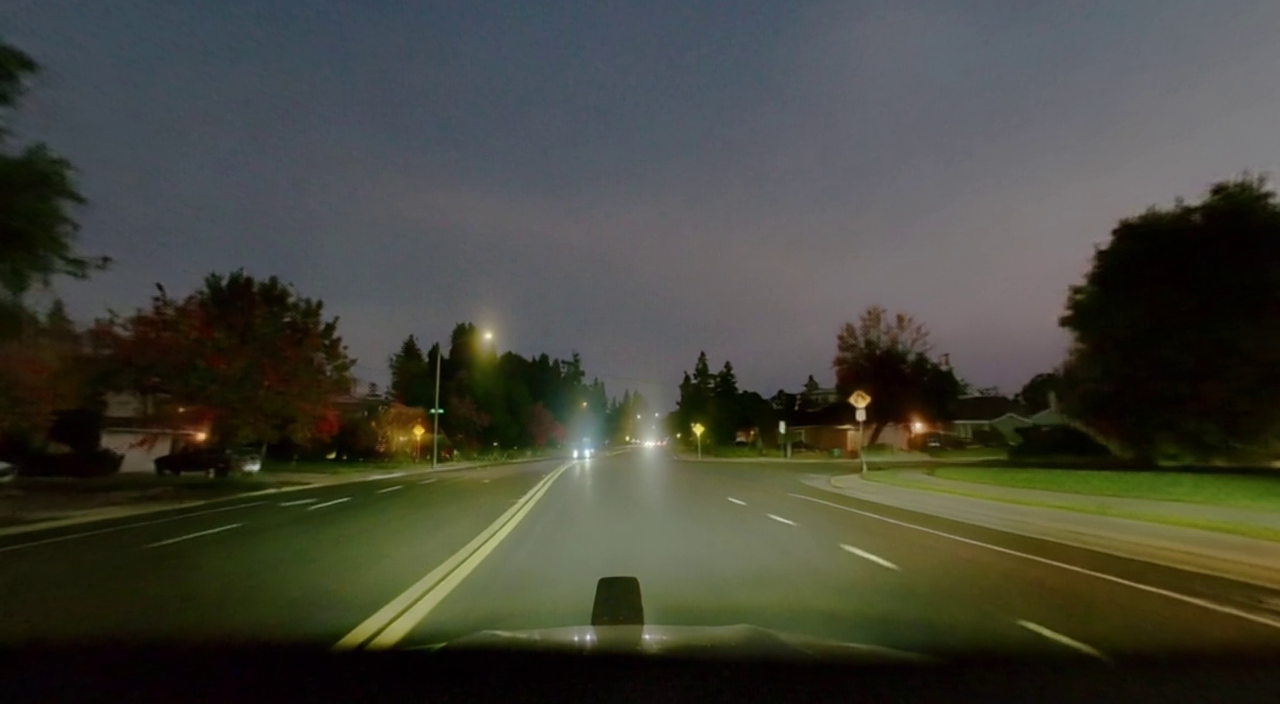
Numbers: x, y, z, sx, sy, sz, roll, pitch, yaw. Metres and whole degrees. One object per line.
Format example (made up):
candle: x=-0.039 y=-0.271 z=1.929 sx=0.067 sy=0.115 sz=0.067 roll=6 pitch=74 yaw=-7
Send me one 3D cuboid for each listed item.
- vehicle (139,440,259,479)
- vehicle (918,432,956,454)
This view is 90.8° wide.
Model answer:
vehicle: x=-21.133 y=5.152 z=30.427 sx=4.050 sy=1.755 sz=2.243 roll=1 pitch=-8 yaw=-2
vehicle: x=23.167 y=7.114 z=49.421 sx=2.000 sy=1.594 sz=4.976 roll=-4 pitch=-9 yaw=18
